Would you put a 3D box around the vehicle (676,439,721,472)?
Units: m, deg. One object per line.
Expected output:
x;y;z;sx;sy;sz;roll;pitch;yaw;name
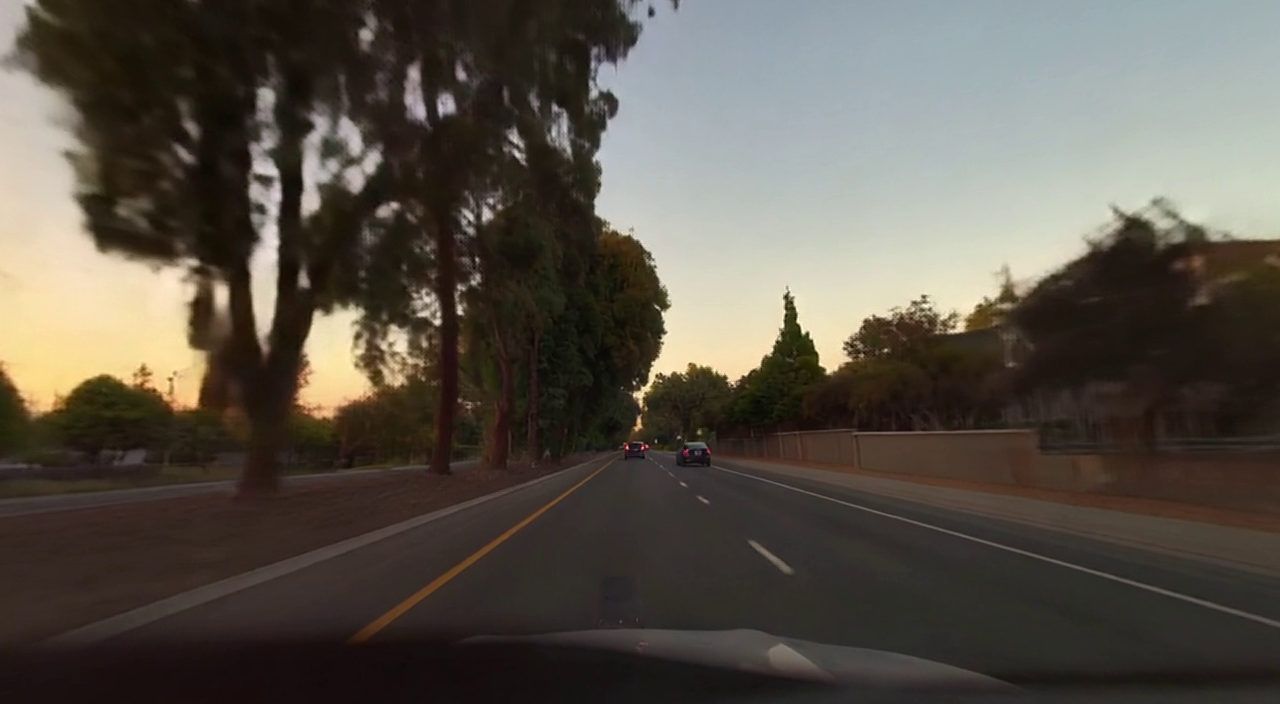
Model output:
3.067;5.520;33.770;1.888;1.640;4.044;0;-9;-2;vehicle
